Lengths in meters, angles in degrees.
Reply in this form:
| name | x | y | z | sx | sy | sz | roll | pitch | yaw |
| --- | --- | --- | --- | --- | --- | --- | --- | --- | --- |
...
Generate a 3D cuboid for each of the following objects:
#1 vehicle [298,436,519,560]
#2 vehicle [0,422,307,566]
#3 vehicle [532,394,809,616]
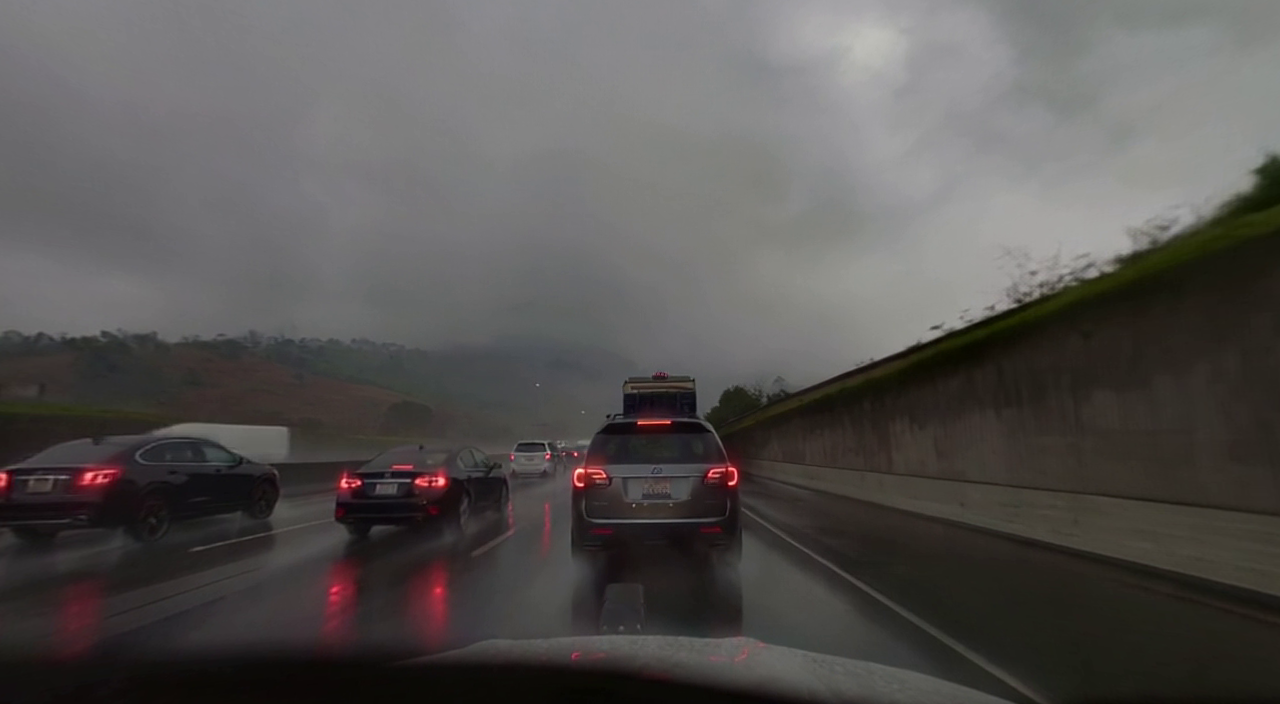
| name | x | y | z | sx | sy | sz | roll | pitch | yaw |
| --- | --- | --- | --- | --- | --- | --- | --- | --- | --- |
| vehicle | -3.250 | 2.121 | 9.840 | 1.917 | 1.506 | 3.949 | 0 | -9 | 1 |
| vehicle | -7.479 | 2.051 | 9.865 | 1.986 | 1.700 | 4.558 | 0 | -9 | 1 |
| vehicle | 0.207 | 1.633 | 7.790 | 2.210 | 1.760 | 5.303 | 0 | -9 | -1 |
